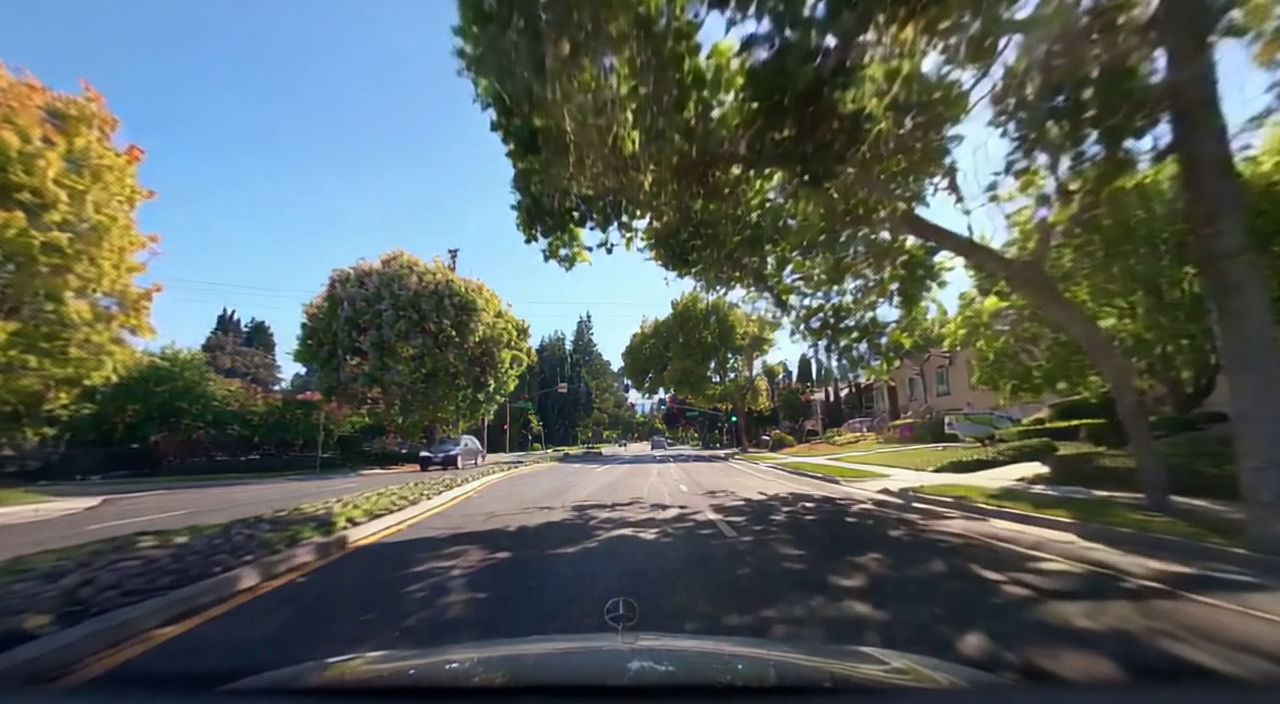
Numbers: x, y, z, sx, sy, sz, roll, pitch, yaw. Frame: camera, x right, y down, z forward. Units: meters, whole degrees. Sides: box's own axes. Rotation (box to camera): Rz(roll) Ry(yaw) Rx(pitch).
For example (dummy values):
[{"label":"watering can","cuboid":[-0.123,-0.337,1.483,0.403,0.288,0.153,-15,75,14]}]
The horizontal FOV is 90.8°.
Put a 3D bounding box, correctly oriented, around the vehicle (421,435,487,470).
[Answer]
[{"label":"vehicle","cuboid":[-11.072,6.021,38.118,2.174,1.855,5.452,-2,-8,2]}]
